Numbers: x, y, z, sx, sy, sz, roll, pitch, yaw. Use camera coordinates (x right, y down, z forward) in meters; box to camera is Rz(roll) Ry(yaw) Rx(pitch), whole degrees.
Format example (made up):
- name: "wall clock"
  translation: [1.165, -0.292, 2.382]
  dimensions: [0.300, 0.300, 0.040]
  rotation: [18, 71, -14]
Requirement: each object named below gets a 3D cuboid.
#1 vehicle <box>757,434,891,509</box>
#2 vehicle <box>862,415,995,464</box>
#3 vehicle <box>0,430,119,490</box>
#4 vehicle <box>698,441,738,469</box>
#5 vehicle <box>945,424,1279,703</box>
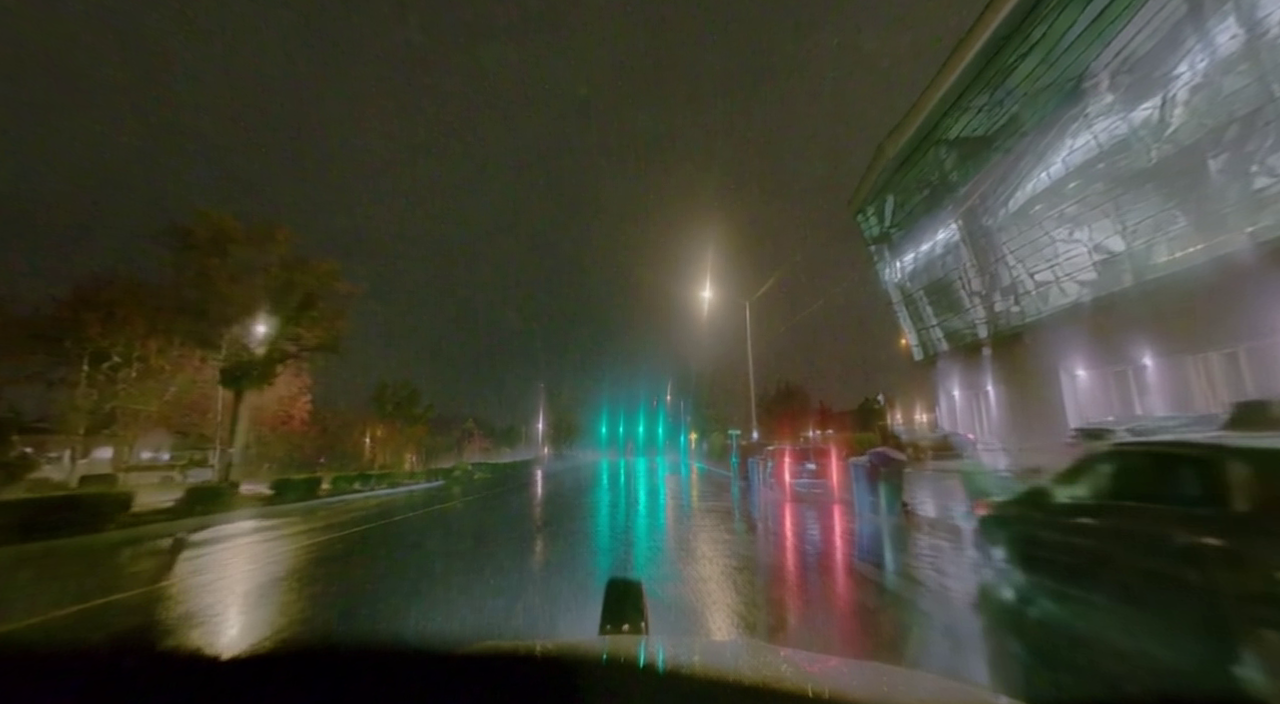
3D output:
- name: "vehicle"
  translation: [4.406, 2.930, 16.074]
  dimensions: [1.962, 1.590, 5.179]
  rotation: [0, -8, 1]
- name: "vehicle"
  translation: [11.952, 3.652, 26.355]
  dimensions: [4.433, 1.621, 1.995]
  rotation: [-4, -8, 1]
- name: "vehicle"
  translation: [-36.129, 6.546, 38.635]
  dimensions: [2.736, 3.317, 6.453]
  rotation: [0, -8, 0]
- name: "vehicle"
  translation: [4.748, 6.329, 39.004]
  dimensions: [1.906, 1.620, 4.837]
  rotation: [0, -8, 0]
- name: "vehicle"
  translation: [4.024, 1.202, 3.855]
  dimensions: [2.026, 1.447, 4.721]
  rotation: [0, -8, 1]
